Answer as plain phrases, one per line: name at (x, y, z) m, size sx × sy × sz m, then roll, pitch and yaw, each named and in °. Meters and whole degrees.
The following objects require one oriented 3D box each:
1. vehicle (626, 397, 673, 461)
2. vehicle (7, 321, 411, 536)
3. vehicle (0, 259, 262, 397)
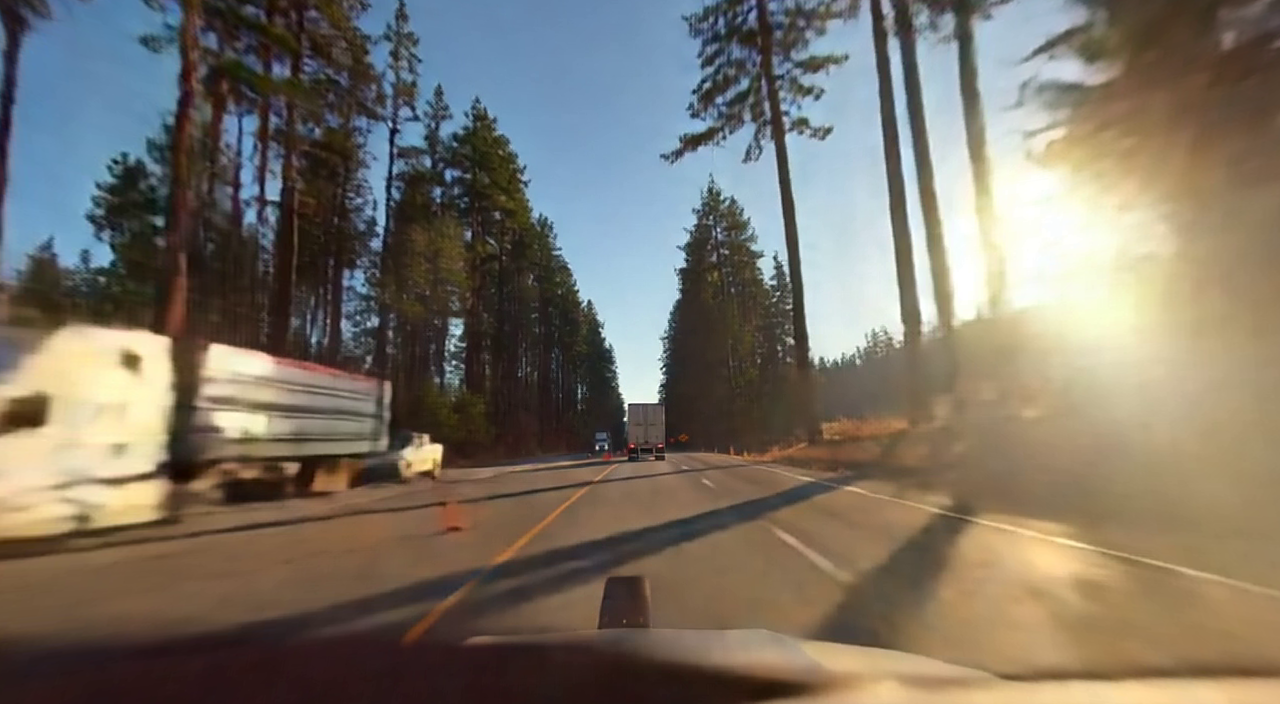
vehicle at (0.510, 5.711, 45.756) m, size 2.935 × 4.068 × 11.036 m, roll 0°, pitch -8°, yaw -1°
vehicle at (-9.002, 1.973, 15.602) m, size 2.974 × 3.579 × 9.935 m, roll -1°, pitch -8°, yaw 0°
vehicle at (-9.040, -0.193, 11.118) m, size 2.028 × 1.661 × 4.493 m, roll -2°, pitch -7°, yaw 0°
